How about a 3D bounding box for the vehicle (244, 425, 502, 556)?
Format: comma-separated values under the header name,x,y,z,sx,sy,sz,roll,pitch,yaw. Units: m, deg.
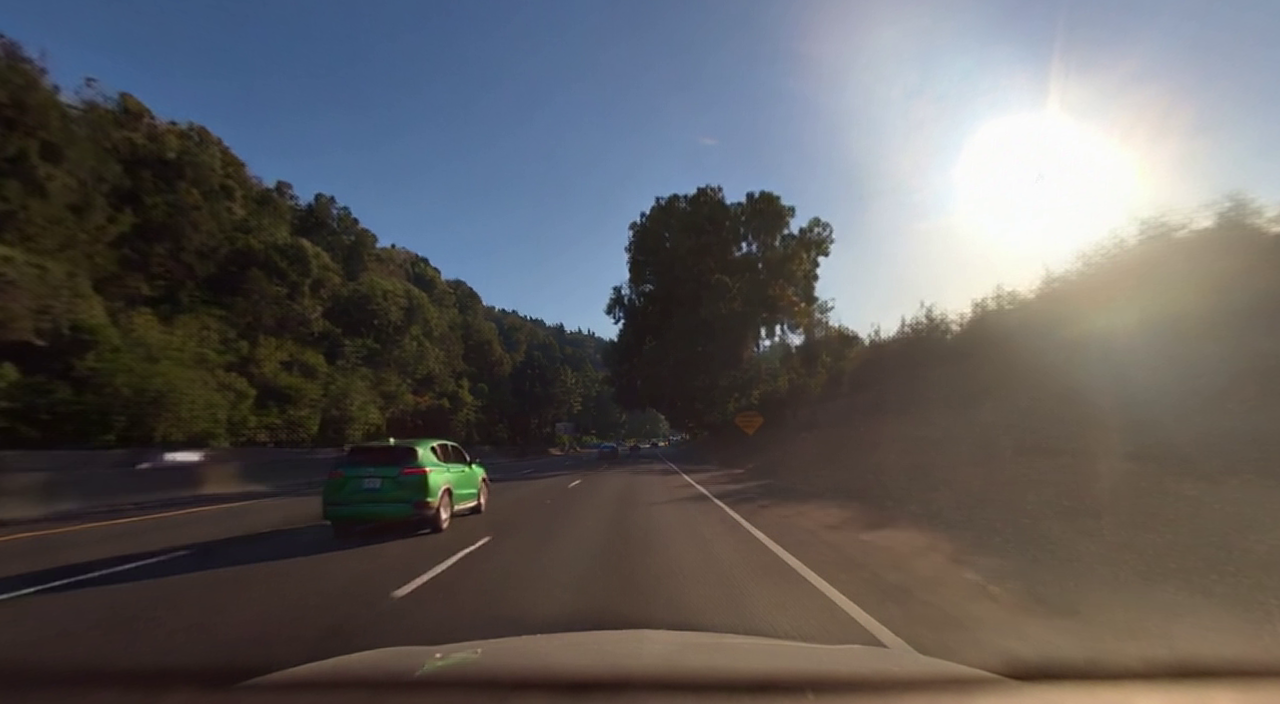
name,x,y,z,sx,sy,sz,roll,pitch,yaw
vehicle,-3.655,1.948,9.646,1.993,1.538,4.192,0,-8,2
